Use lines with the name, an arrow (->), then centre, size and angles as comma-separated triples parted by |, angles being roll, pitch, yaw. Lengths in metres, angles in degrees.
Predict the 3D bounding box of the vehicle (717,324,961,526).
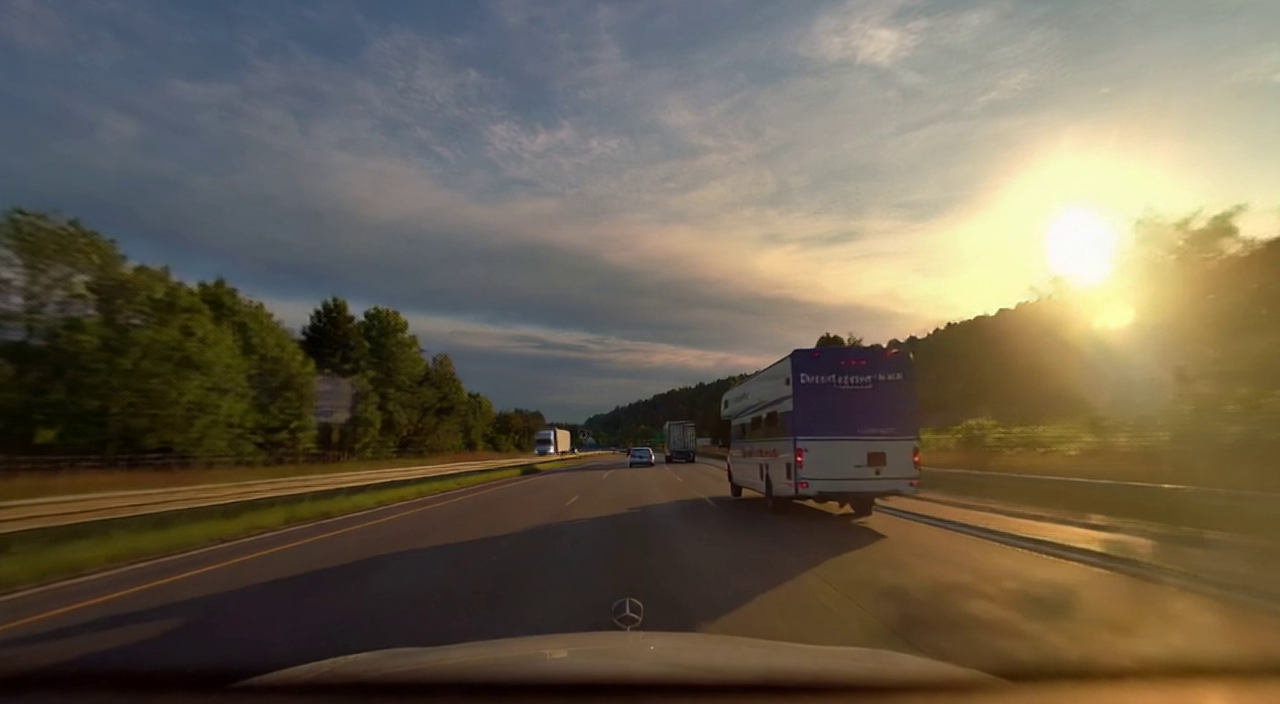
vehicle -> 3.980, 1.920, 15.399 | 2.931, 3.530, 8.760 | 0, -9, -1

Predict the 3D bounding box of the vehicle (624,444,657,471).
vehicle -> 0.032, 7.077, 42.437 | 2.151, 1.678, 3.923 | 0, -9, 0
